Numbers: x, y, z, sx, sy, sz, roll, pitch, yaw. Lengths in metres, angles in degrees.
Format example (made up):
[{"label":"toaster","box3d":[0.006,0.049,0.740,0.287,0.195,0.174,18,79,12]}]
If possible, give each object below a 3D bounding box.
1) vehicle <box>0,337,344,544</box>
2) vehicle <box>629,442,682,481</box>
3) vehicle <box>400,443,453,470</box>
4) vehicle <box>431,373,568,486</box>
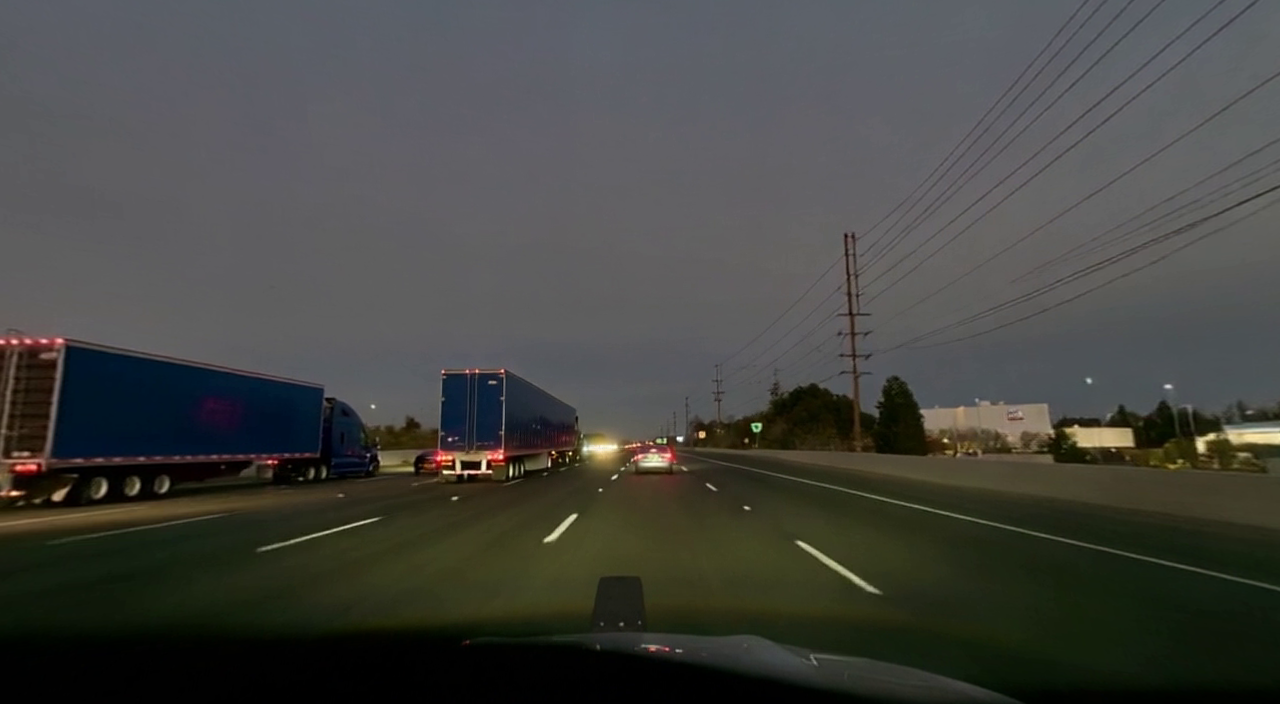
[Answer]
[{"label":"vehicle","box3d":[-10.569,2.022,14.342,2.896,3.140,9.491,0,-8,1]},{"label":"vehicle","box3d":[0.633,4.581,26.748,2.055,1.514,4.323,0,-8,1]},{"label":"vehicle","box3d":[-14.230,6.955,42.296,1.938,1.679,4.469,0,-8,1]},{"label":"vehicle","box3d":[-5.960,3.927,30.501,2.907,4.081,15.311,0,-8,1]}]
